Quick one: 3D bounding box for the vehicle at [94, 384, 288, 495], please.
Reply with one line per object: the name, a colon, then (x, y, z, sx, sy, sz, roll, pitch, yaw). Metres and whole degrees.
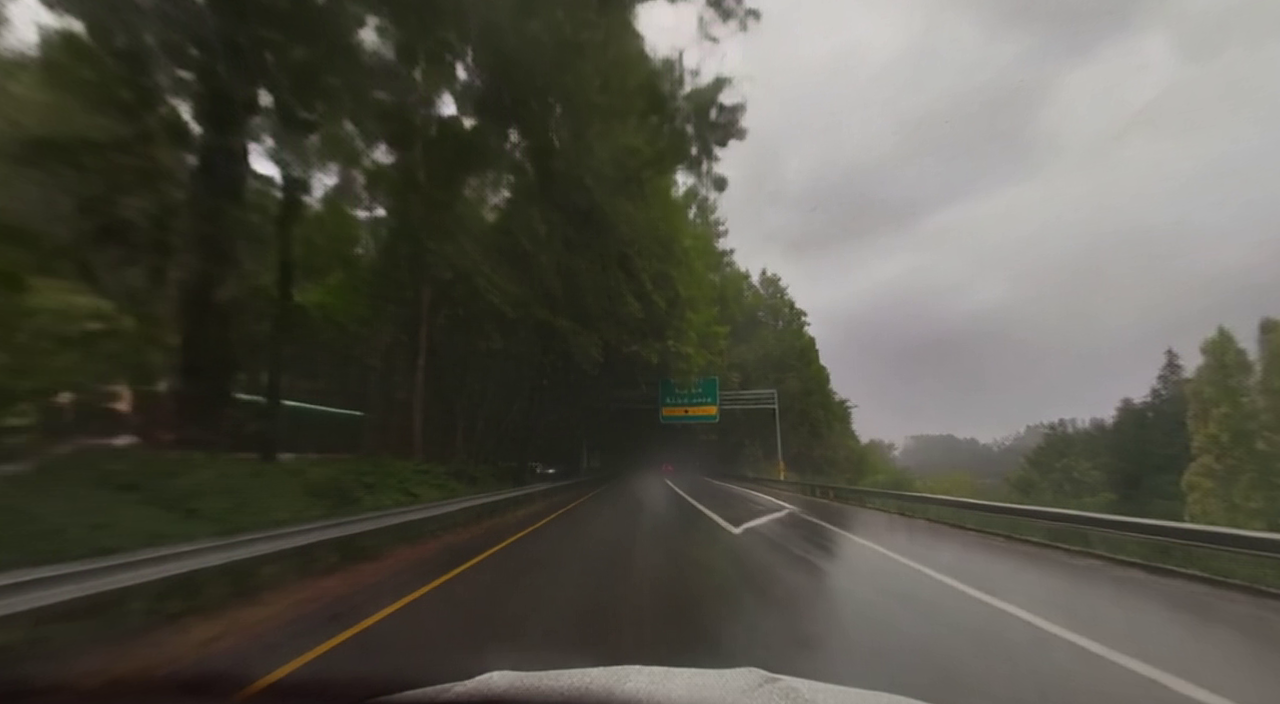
vehicle: (-17.378, 3.583, 25.068, 3.016, 3.847, 5.834, 1, -10, 1)
